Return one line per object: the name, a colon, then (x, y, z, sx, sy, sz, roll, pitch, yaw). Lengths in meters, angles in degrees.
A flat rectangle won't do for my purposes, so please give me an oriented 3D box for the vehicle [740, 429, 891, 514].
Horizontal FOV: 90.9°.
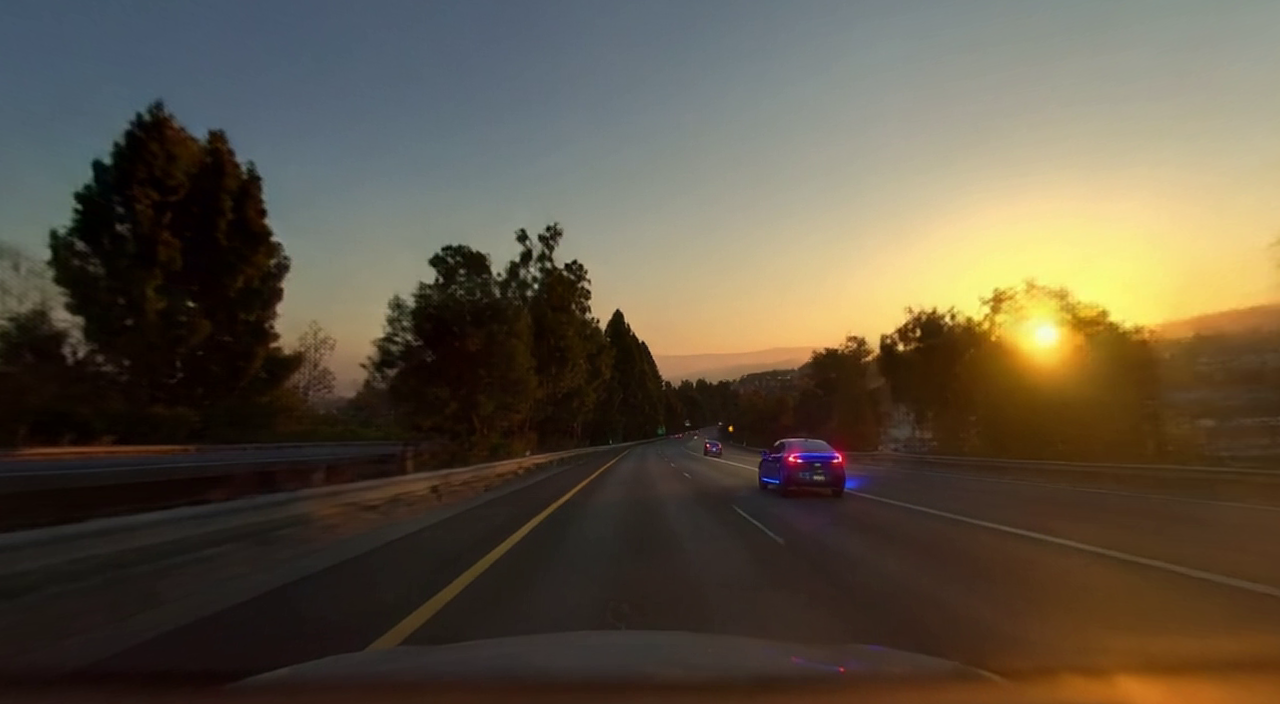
vehicle: (3.617, 2.550, 13.988, 2.050, 1.546, 4.344, 0, -8, -1)
